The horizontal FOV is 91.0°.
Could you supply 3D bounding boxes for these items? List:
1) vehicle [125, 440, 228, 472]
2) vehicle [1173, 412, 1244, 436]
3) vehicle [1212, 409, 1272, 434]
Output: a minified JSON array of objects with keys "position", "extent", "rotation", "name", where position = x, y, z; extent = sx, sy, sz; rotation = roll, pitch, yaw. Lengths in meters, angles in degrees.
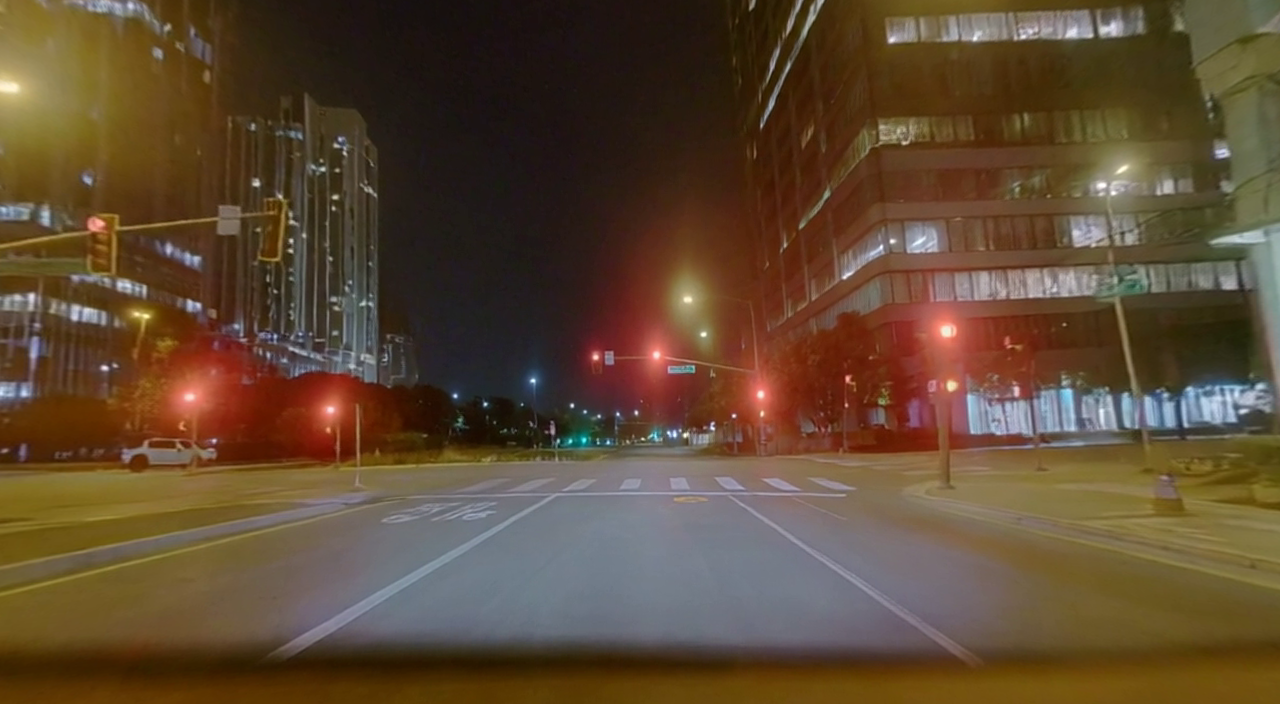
[{"position":[-27.984,6.255,38.131],"extent":[4.603,1.666,1.972],"rotation":[-2,-7,-5],"name":"vehicle"},{"position":[39.810,5.066,44.082],"extent":[4.189,1.561,1.947],"rotation":[4,-9,-23],"name":"vehicle"},{"position":[44.945,5.222,47.005],"extent":[4.339,1.675,1.812],"rotation":[5,-10,-28],"name":"vehicle"}]
